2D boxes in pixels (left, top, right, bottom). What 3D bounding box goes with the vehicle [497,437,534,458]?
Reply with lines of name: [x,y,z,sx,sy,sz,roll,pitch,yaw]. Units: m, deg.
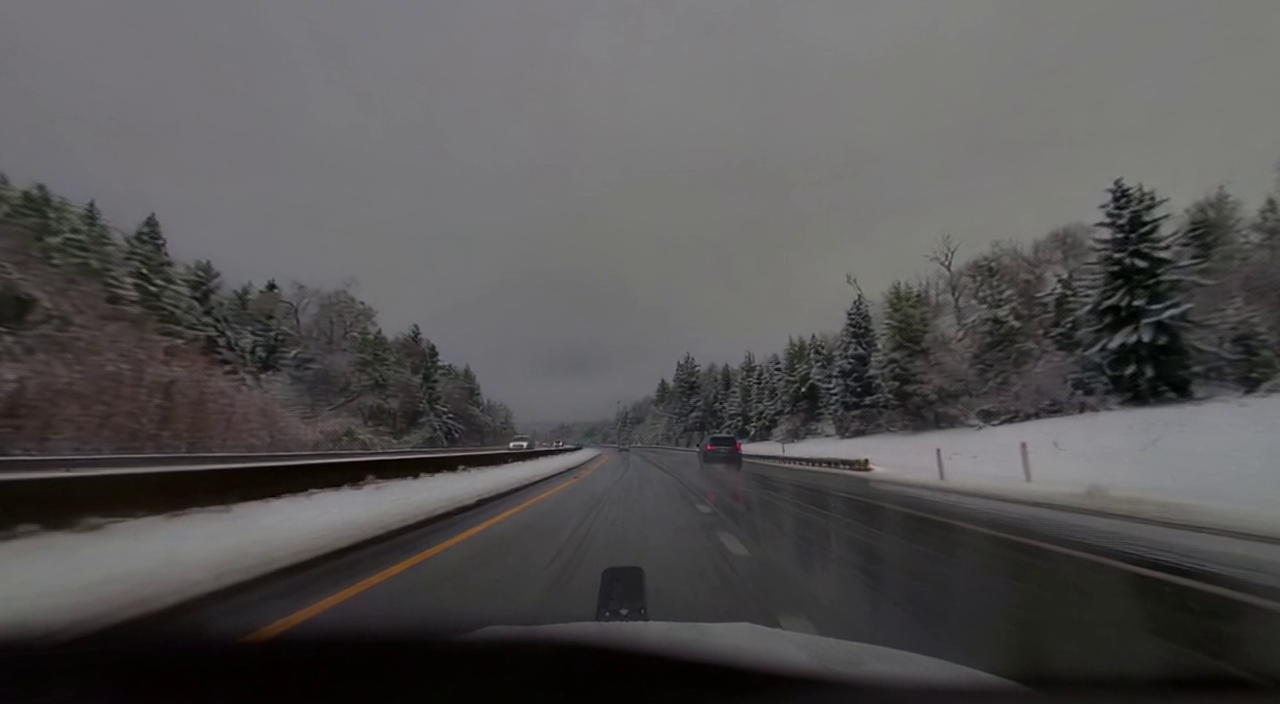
vehicle: [-9.148,7.046,46.614,1.866,1.493,3.855,0,-8,1]

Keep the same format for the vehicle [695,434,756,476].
vehicle: [3.771,4.646,28.540,2.079,1.729,4.380,0,-8,-1]
